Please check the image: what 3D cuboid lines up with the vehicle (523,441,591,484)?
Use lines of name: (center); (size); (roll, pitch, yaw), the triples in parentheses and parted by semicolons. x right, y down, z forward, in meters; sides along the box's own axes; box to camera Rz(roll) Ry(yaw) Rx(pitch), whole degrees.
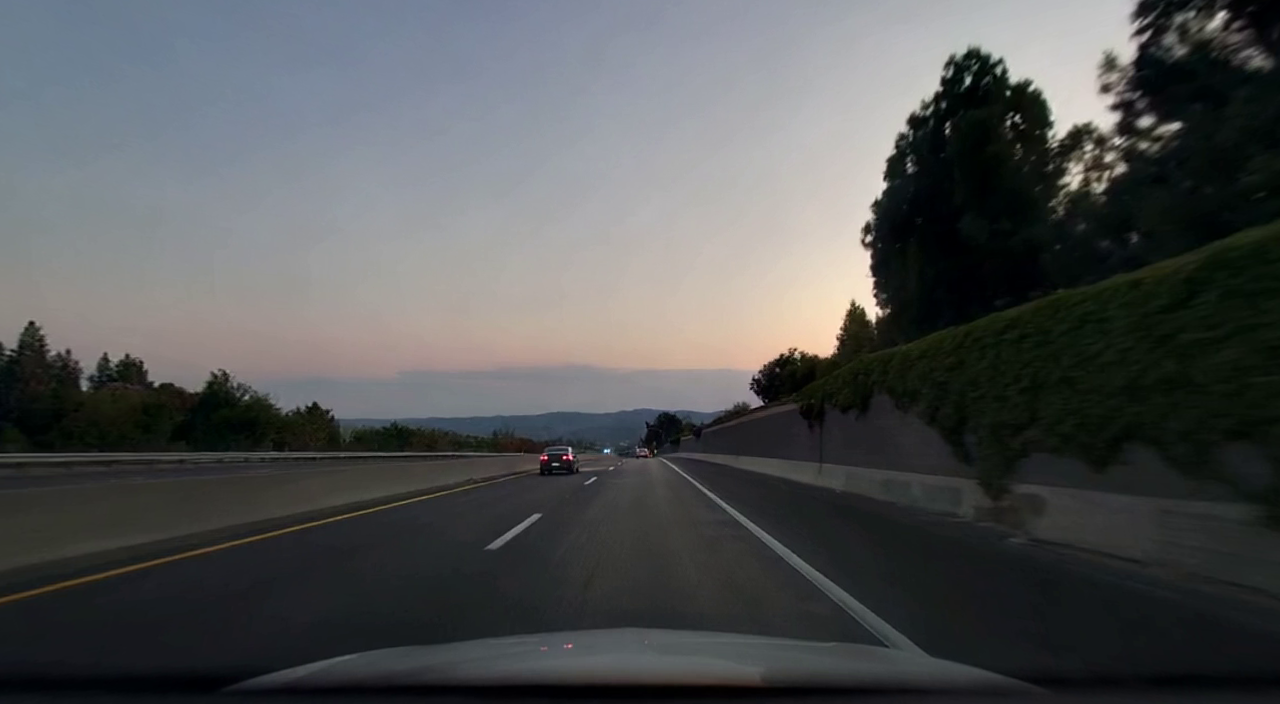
vehicle: (-3.151, 4.267, 24.749); (2.050, 1.530, 4.144); (0, -8, 1)
